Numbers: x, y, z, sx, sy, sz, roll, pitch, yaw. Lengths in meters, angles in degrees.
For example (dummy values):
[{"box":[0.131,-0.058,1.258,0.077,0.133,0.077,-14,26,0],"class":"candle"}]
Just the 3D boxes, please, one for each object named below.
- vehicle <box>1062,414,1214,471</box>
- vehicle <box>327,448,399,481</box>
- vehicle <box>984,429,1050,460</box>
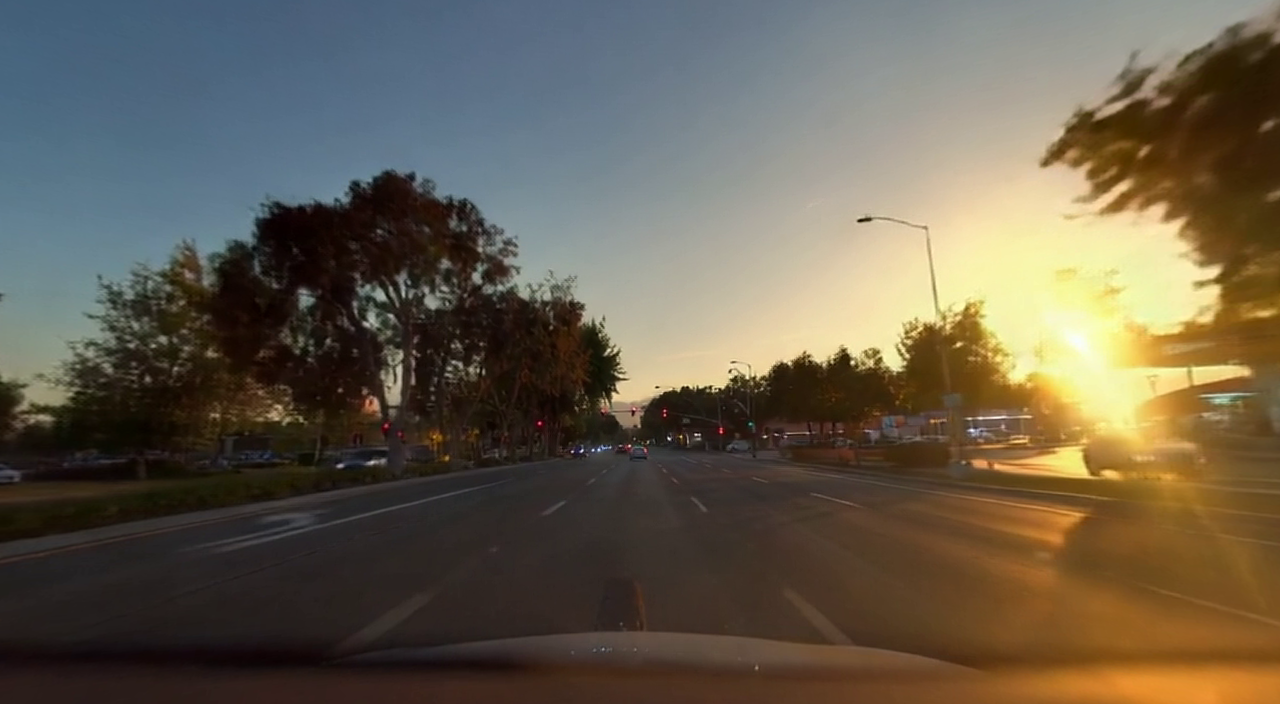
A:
[{"box":[16.121,2.994,20.831,1.944,1.646,4.594,-2,-9,11],"class":"vehicle"},{"box":[-14.790,6.010,33.991,2.020,1.645,4.146,0,-8,-1],"class":"vehicle"},{"box":[19.308,4.776,32.506,1.767,1.466,3.855,-2,-9,14],"class":"vehicle"}]
